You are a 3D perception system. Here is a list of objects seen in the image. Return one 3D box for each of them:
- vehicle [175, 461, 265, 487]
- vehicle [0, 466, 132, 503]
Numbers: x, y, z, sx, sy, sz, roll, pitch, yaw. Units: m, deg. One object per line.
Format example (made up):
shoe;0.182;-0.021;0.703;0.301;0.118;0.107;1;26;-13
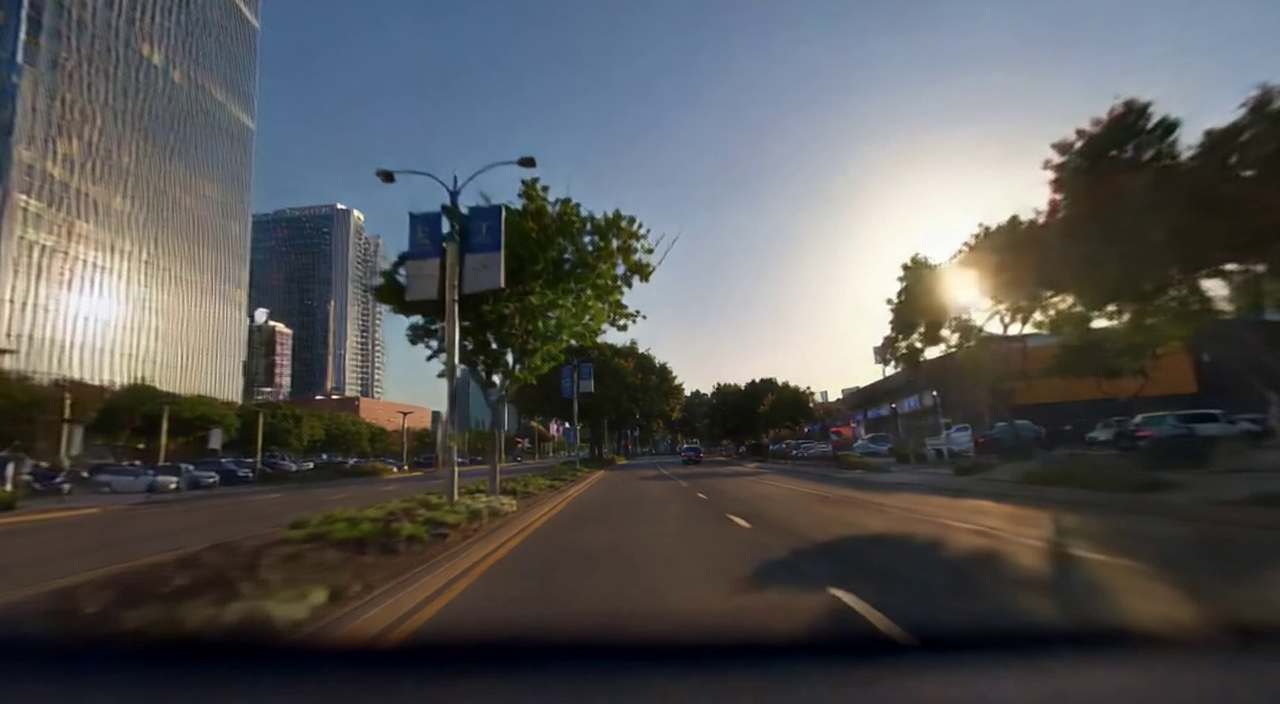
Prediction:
vehicle;-26.510;7.702;40.064;4.405;1.469;2.047;4;-10;-25
vehicle;-26.174;5.947;28.538;4.617;1.434;1.972;4;-10;-29
